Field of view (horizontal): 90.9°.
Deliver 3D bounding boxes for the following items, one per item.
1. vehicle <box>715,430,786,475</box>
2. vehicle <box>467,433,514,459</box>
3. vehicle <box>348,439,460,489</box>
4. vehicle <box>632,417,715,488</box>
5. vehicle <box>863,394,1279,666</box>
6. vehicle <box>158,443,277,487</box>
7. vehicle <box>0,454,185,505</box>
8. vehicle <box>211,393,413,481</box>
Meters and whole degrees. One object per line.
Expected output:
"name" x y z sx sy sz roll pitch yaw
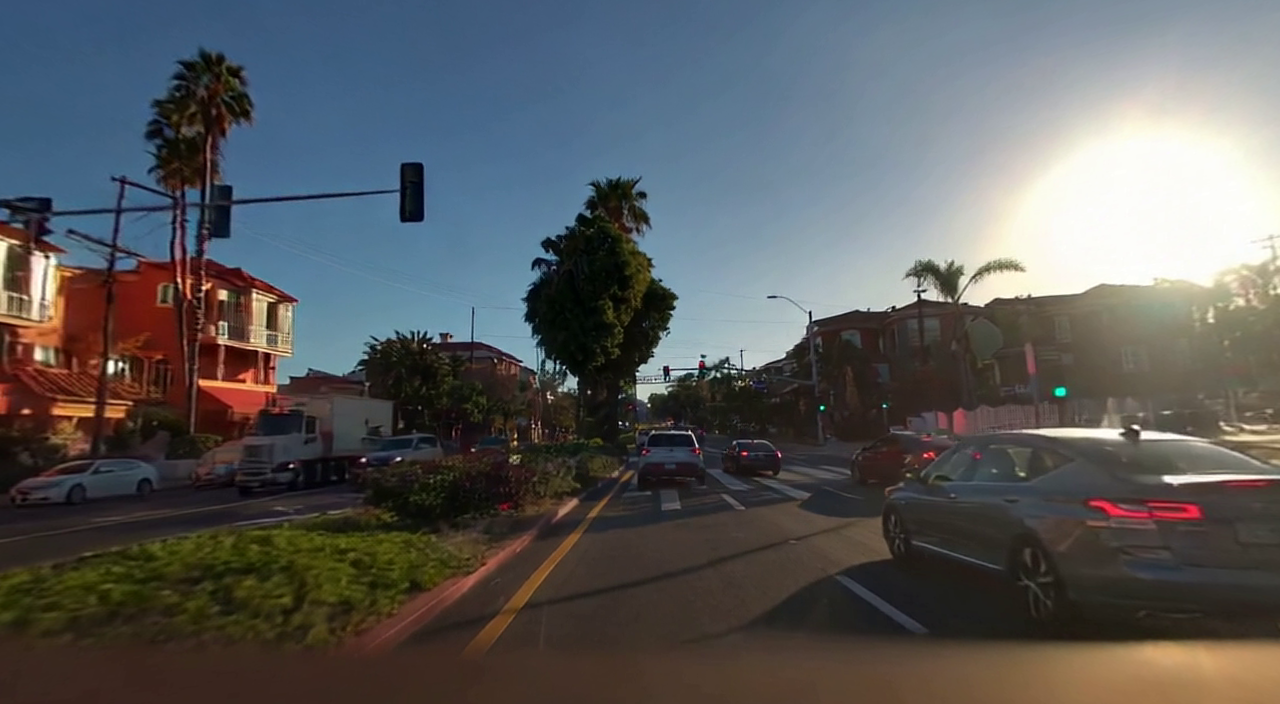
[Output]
"vehicle" 4.673 4.351 27.477 2.283 1.738 4.916 0 -9 1
"vehicle" -10.687 6.739 45.337 2.097 1.759 4.416 -1 -9 3
"vehicle" -7.983 3.818 21.818 2.101 1.538 4.253 -1 -9 2
"vehicle" 1.106 3.468 21.928 2.487 2.115 5.444 -1 -9 2
"vehicle" 3.921 1.414 6.088 1.993 1.645 4.350 0 -9 1
"vehicle" -18.110 4.841 27.324 1.965 1.747 4.461 0 -9 1
"vehicle" -18.542 4.284 21.669 2.070 1.499 4.851 -1 -9 3
"vehicle" -14.868 4.185 30.437 3.100 3.378 11.784 -1 -9 2
